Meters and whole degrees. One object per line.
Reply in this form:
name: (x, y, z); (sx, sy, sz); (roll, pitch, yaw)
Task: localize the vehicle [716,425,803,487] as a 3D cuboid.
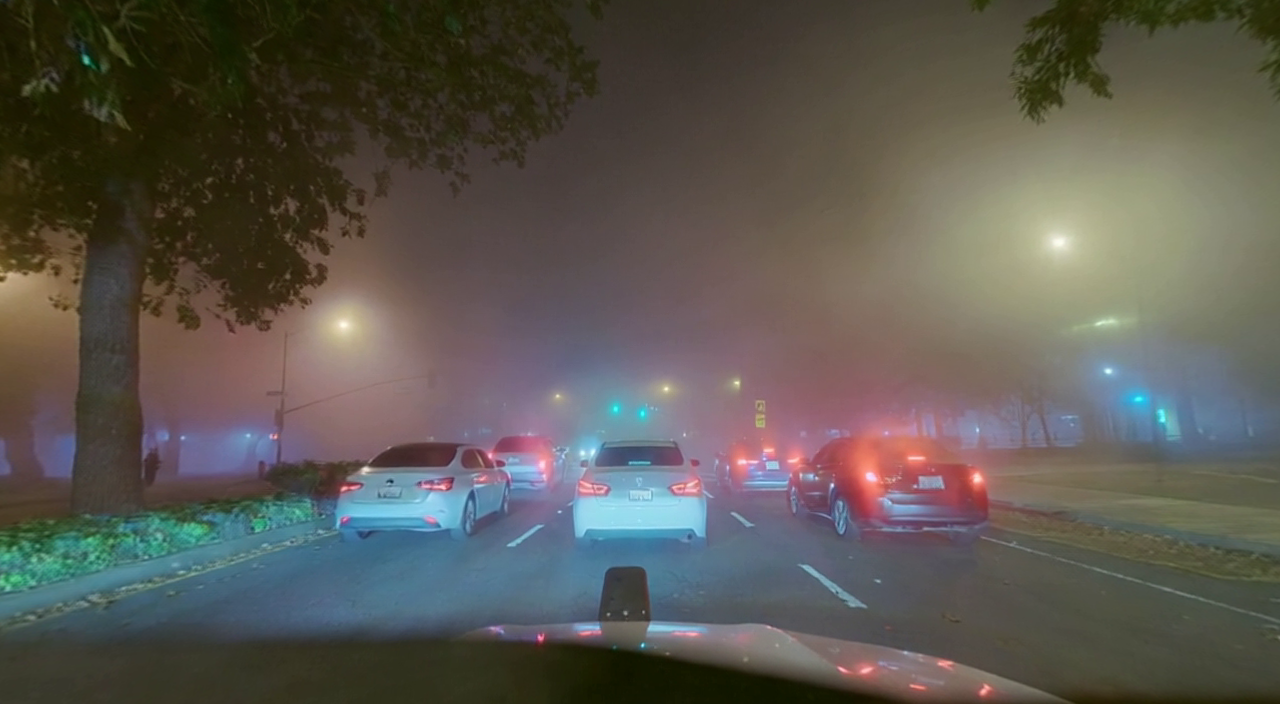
vehicle: (4.178, 3.753, 23.085); (2.142, 1.957, 5.443); (0, -8, 0)

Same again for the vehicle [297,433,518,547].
vehicle: (-3.449, 2.112, 10.354); (2.002, 1.465, 4.098); (0, -8, 1)

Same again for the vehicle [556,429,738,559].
vehicle: (0.052, 1.930, 9.291); (2.101, 1.480, 3.929); (0, -8, -1)

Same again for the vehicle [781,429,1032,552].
vehicle: (3.785, 2.032, 10.035); (1.990, 1.486, 4.431); (0, -8, -1)
